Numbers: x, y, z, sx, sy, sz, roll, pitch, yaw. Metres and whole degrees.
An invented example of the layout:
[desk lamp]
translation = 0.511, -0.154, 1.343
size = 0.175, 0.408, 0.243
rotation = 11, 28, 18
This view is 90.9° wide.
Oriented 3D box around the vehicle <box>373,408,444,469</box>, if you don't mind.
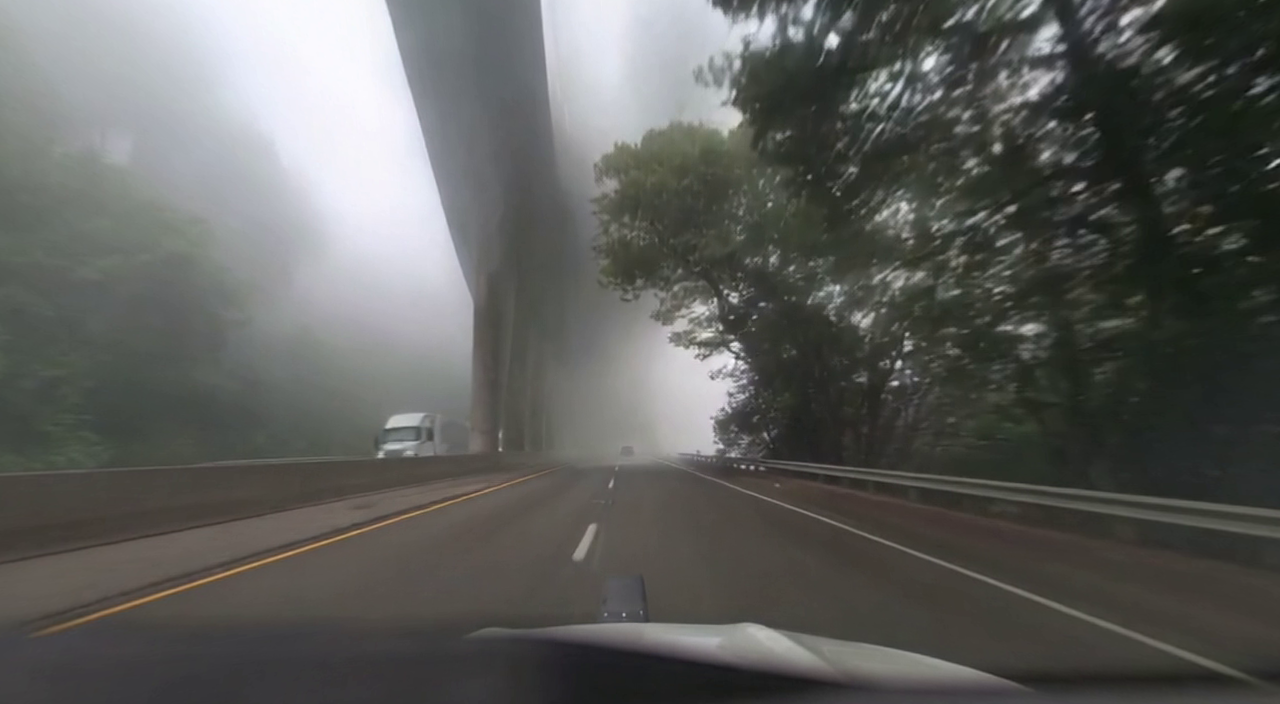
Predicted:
[vehicle]
translation = -16.404, 6.243, 45.130
size = 2.910, 4.025, 5.493
rotation = 0, -9, -1
